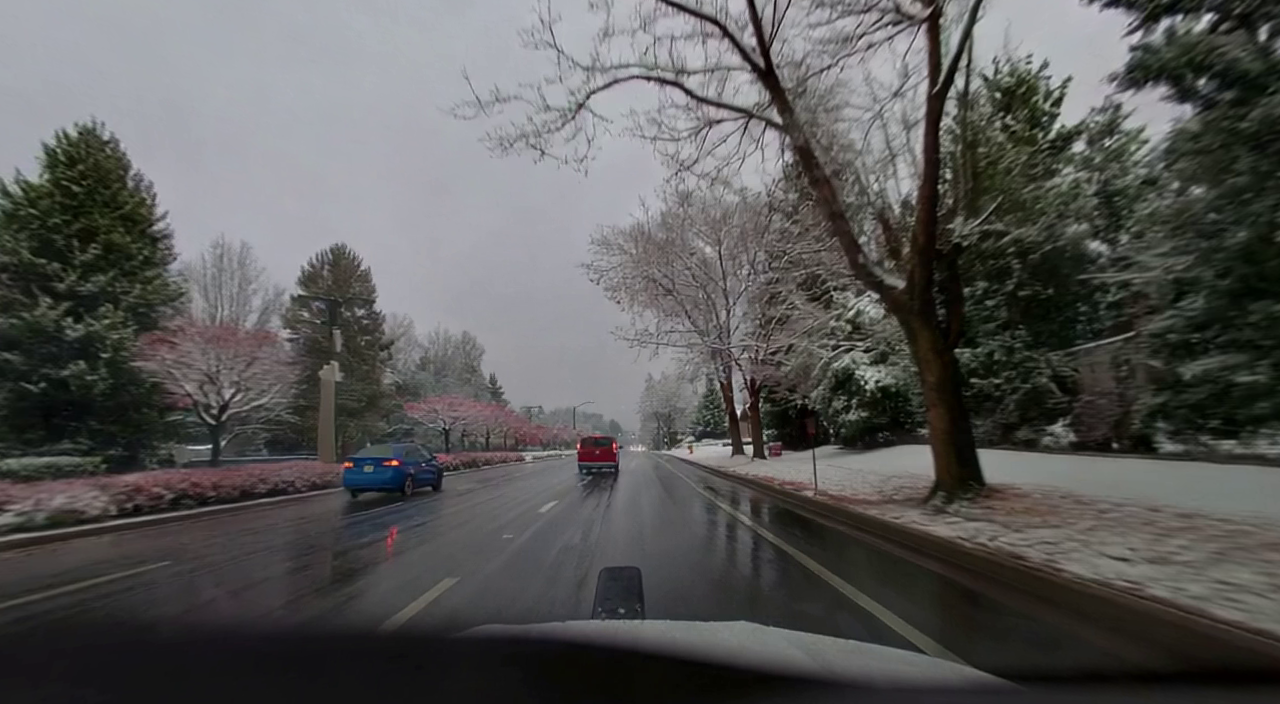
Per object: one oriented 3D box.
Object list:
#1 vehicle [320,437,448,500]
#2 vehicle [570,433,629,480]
[{"bbox_3d":[-7.505,3.438,19.111,1.993,1.657,4.487,0,-8,0],"label":"vehicle"},{"bbox_3d":[-1.616,4.364,26.654,2.070,1.764,4.552,0,-8,1],"label":"vehicle"}]
